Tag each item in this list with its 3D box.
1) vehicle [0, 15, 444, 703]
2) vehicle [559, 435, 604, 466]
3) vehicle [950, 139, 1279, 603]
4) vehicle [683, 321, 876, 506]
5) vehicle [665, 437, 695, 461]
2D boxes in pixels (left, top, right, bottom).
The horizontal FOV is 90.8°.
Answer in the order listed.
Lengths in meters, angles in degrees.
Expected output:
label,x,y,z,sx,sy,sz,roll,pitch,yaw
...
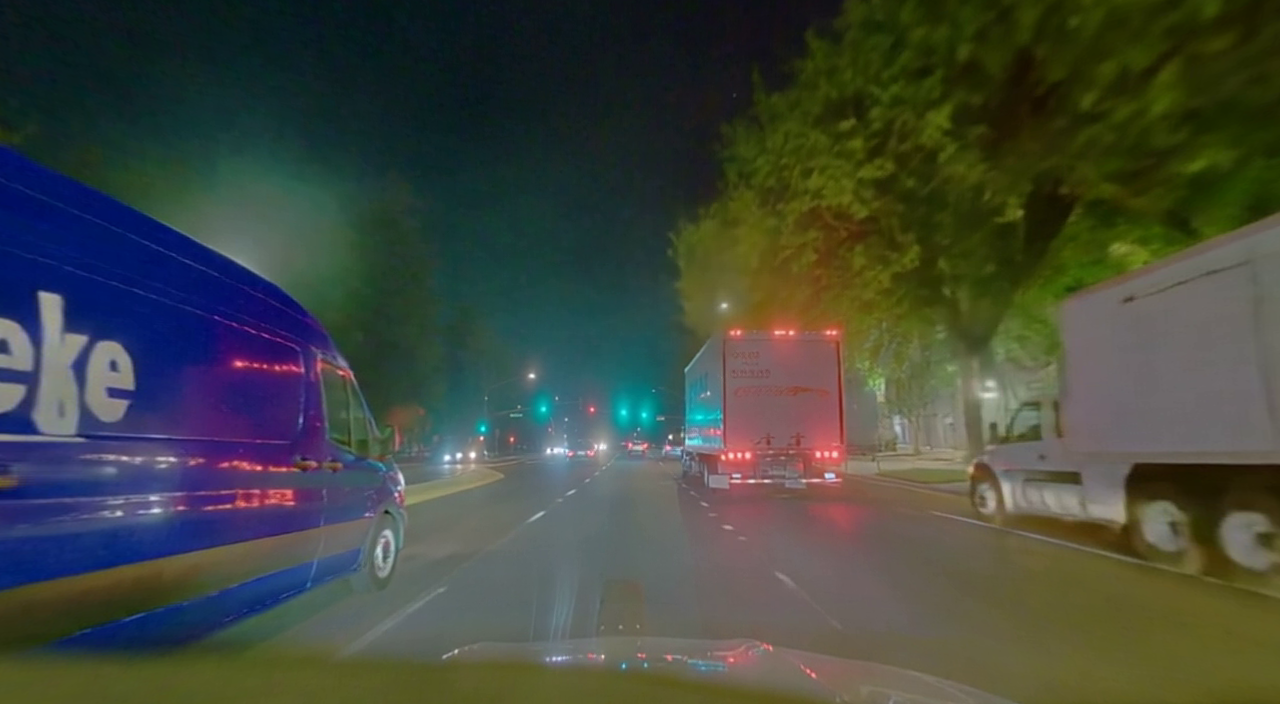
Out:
label,x,y,z,sx,sy,sz,roll,pitch,yaw
vehicle,-3.422,0.435,3.512,2.443,2.784,6.493,0,-9,1
vehicle,-3.518,6.099,39.149,2.356,1.766,5.674,0,-9,-1
vehicle,6.985,0.260,6.111,3.005,3.947,9.252,0,-8,-1
vehicle,2.960,1.880,16.994,2.861,3.525,9.858,0,-9,0
vehicle,2.777,6.882,44.837,1.869,1.616,4.346,0,-9,0
